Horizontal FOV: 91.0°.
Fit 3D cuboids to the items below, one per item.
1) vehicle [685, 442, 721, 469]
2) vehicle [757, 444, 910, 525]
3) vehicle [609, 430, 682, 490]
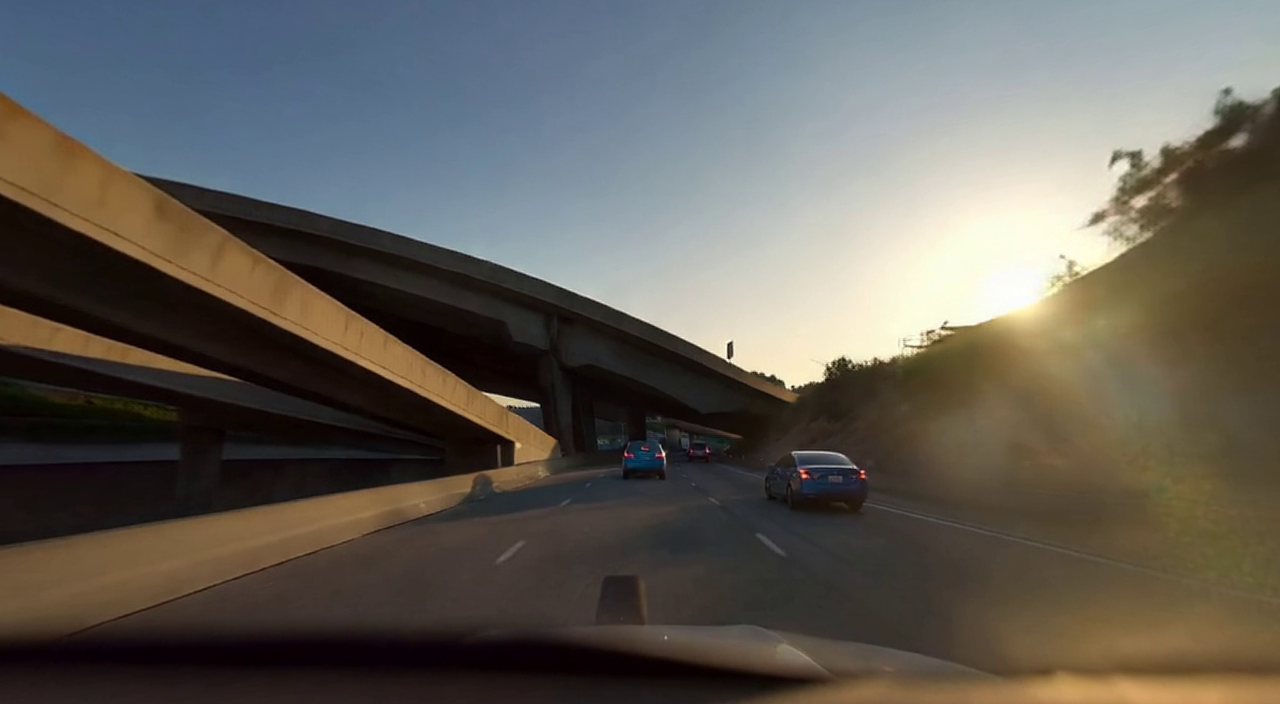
[{"bbox_3d":[4.109,6.824,41.585,2.047,1.700,4.069,0,-9,1],"label":"vehicle"},{"bbox_3d":[3.984,2.784,13.814,2.047,1.500,4.017,0,-9,0],"label":"vehicle"},{"bbox_3d":[0.195,3.708,21.833,2.264,1.841,4.583,0,-9,0],"label":"vehicle"}]
